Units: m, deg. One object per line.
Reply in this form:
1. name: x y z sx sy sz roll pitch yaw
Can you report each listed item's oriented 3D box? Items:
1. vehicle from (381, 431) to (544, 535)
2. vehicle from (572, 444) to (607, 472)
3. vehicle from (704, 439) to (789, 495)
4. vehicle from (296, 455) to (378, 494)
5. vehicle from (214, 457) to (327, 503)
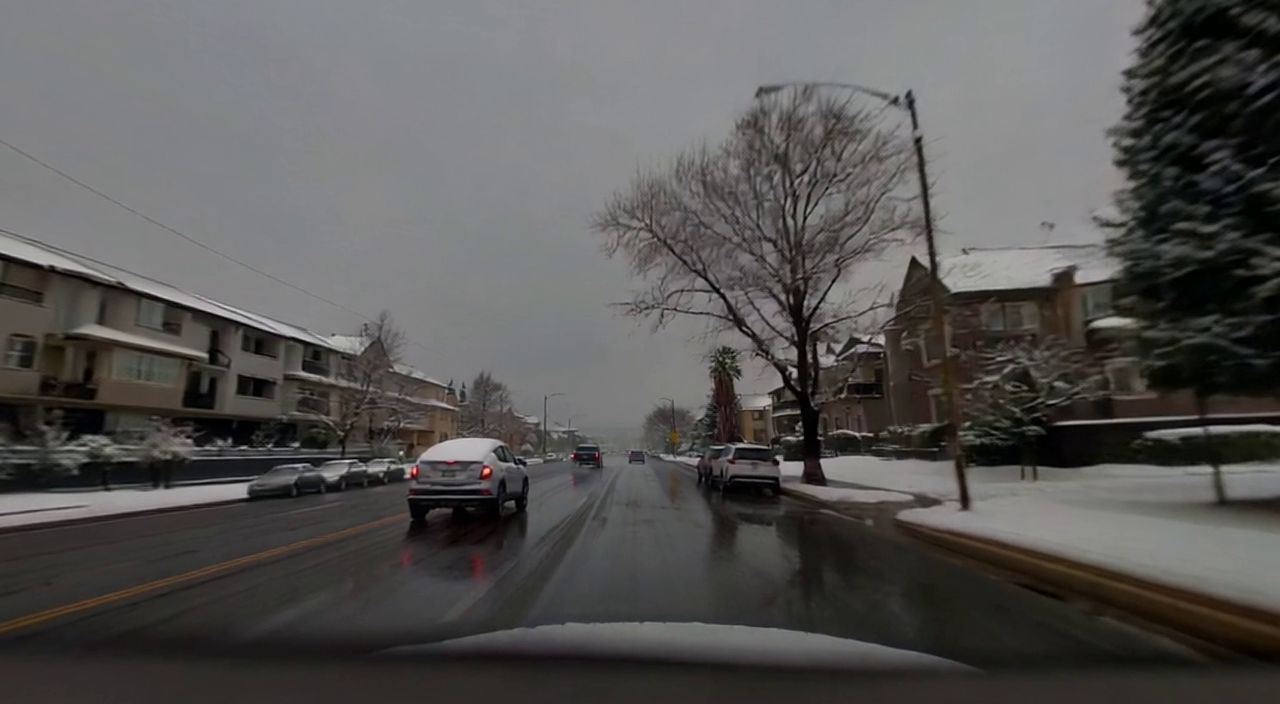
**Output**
1. vehicle: -3.174 2.413 12.188 1.929 1.651 3.948 0 -9 1
2. vehicle: -3.491 7.379 43.994 1.994 1.810 5.057 0 -9 0
3. vehicle: 3.689 4.107 23.002 2.125 1.768 5.544 0 -9 0
4. vehicle: -13.771 5.559 28.864 1.812 1.467 4.253 -4 -9 -2
5. vehicle: -13.765 4.753 23.789 1.787 1.461 4.367 -1 -9 -2
